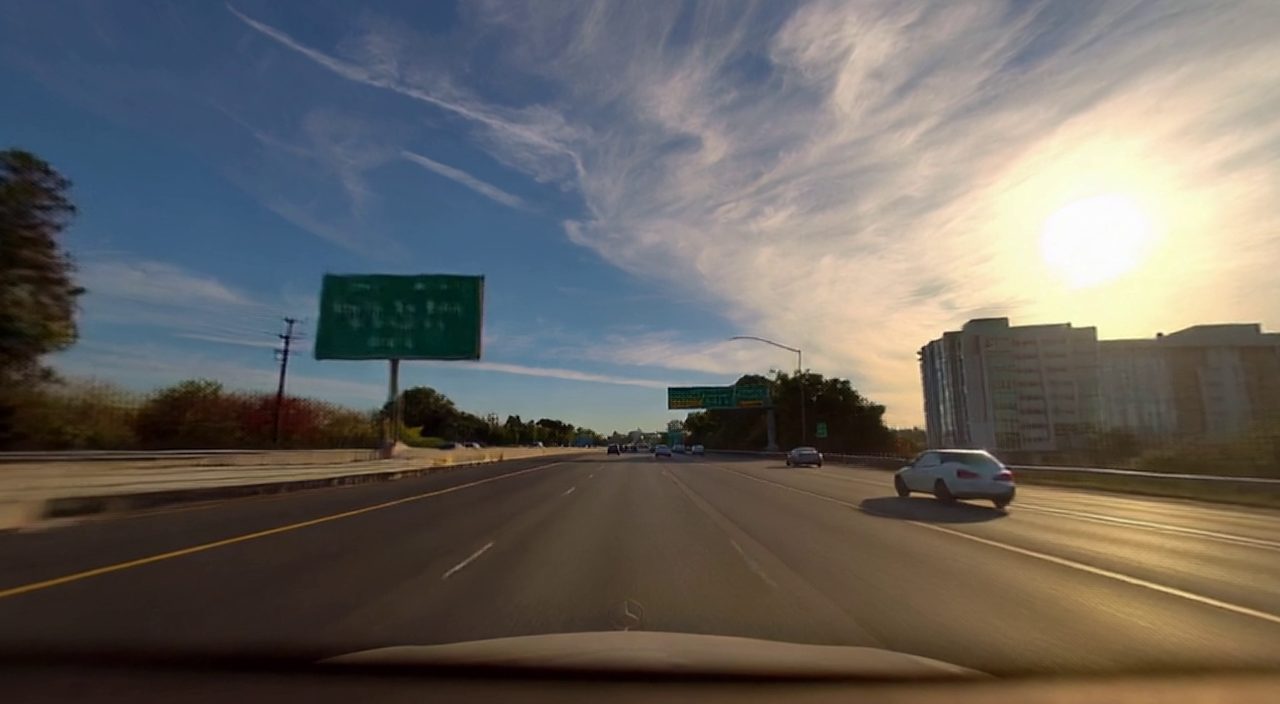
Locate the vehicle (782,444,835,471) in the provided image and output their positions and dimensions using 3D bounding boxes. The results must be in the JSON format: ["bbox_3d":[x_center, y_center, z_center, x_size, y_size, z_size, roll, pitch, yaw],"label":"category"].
[{"bbox_3d":[9.904,6.238,37.474,1.878,1.509,4.327,0,-8,-1],"label":"vehicle"}]

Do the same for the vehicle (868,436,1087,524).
[{"bbox_3d":[6.748,2.587,13.427,1.861,1.500,4.860,0,-8,-2],"label":"vehicle"}]
